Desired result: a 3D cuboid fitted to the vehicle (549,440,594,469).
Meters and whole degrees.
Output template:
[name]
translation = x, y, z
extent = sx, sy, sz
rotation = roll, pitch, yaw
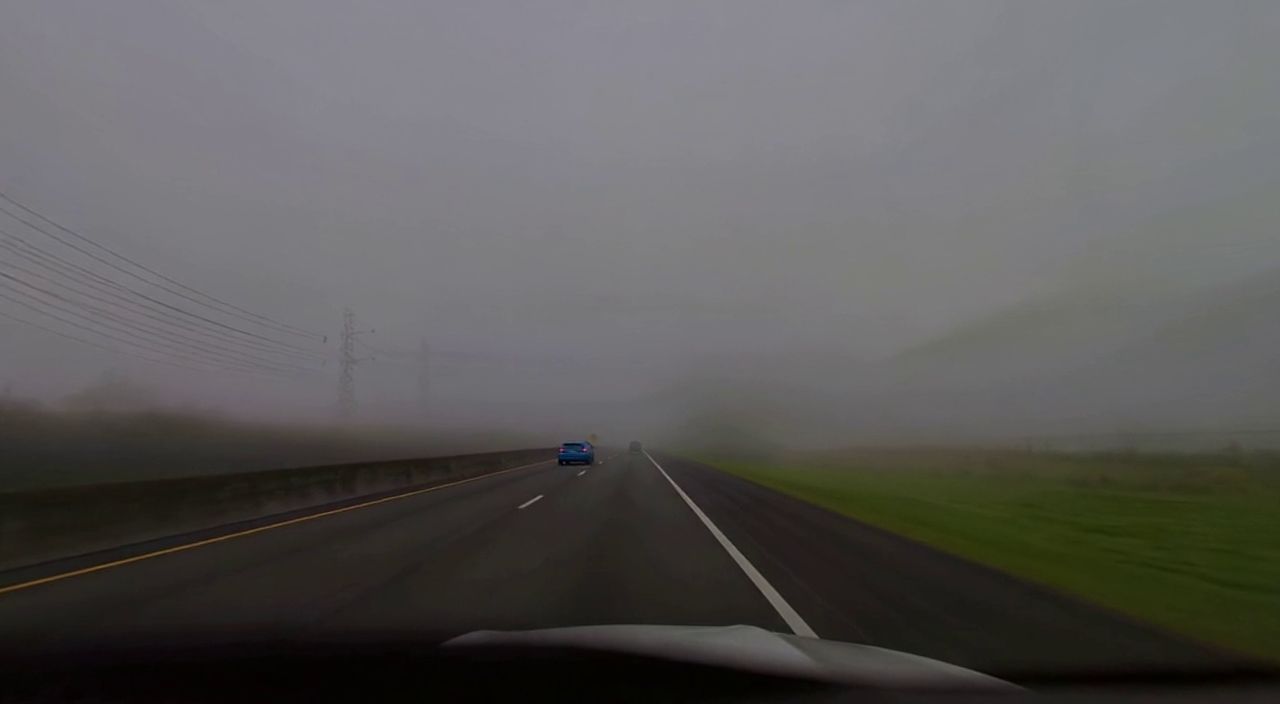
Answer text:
[vehicle]
translation = -3.966, 5.995, 37.185
extent = 2.158, 1.604, 4.679
rotation = 0, -8, 0
